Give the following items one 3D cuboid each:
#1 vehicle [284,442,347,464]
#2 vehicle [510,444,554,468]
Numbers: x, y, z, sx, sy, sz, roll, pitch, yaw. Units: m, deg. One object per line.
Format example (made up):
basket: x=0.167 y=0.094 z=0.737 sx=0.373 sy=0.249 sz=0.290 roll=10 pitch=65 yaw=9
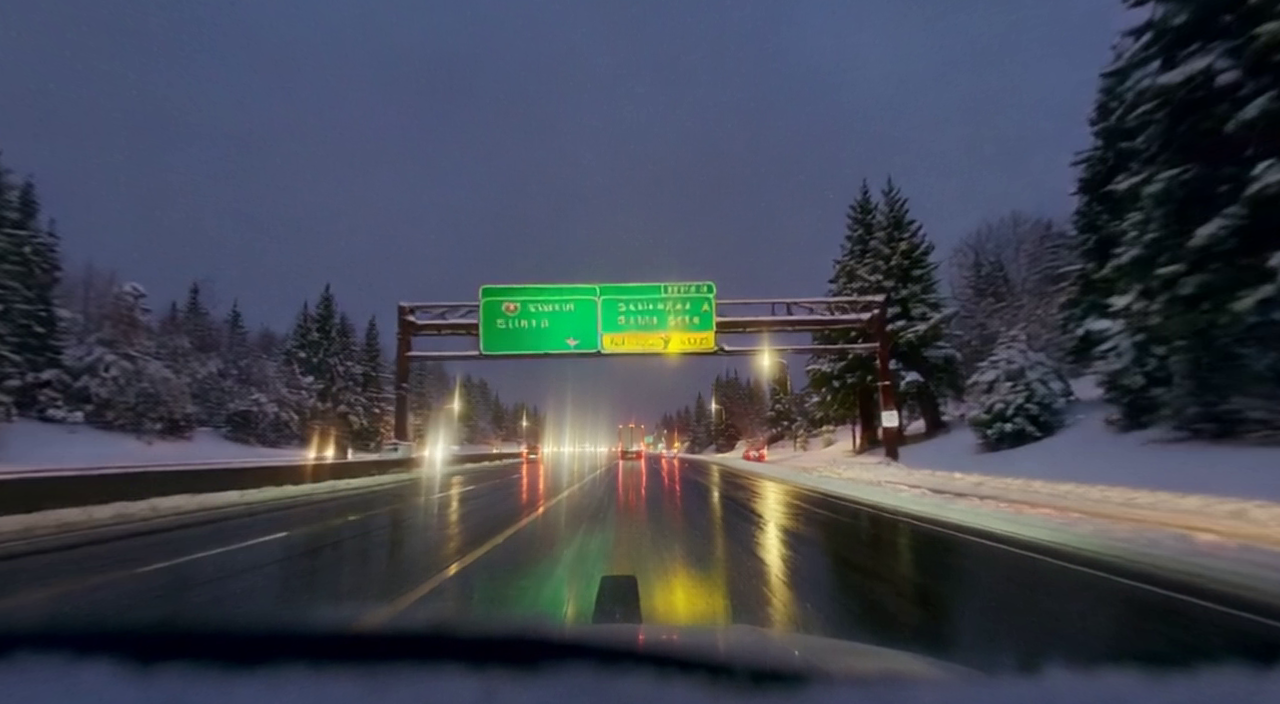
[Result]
vehicle: x=-22.819 y=7.126 z=44.674 sx=1.885 sy=1.477 sz=4.762 roll=-1 pitch=-9 yaw=1
vehicle: x=-7.341 y=7.097 z=43.312 sx=2.117 sy=1.518 sz=4.930 roll=-1 pitch=-9 yaw=1
